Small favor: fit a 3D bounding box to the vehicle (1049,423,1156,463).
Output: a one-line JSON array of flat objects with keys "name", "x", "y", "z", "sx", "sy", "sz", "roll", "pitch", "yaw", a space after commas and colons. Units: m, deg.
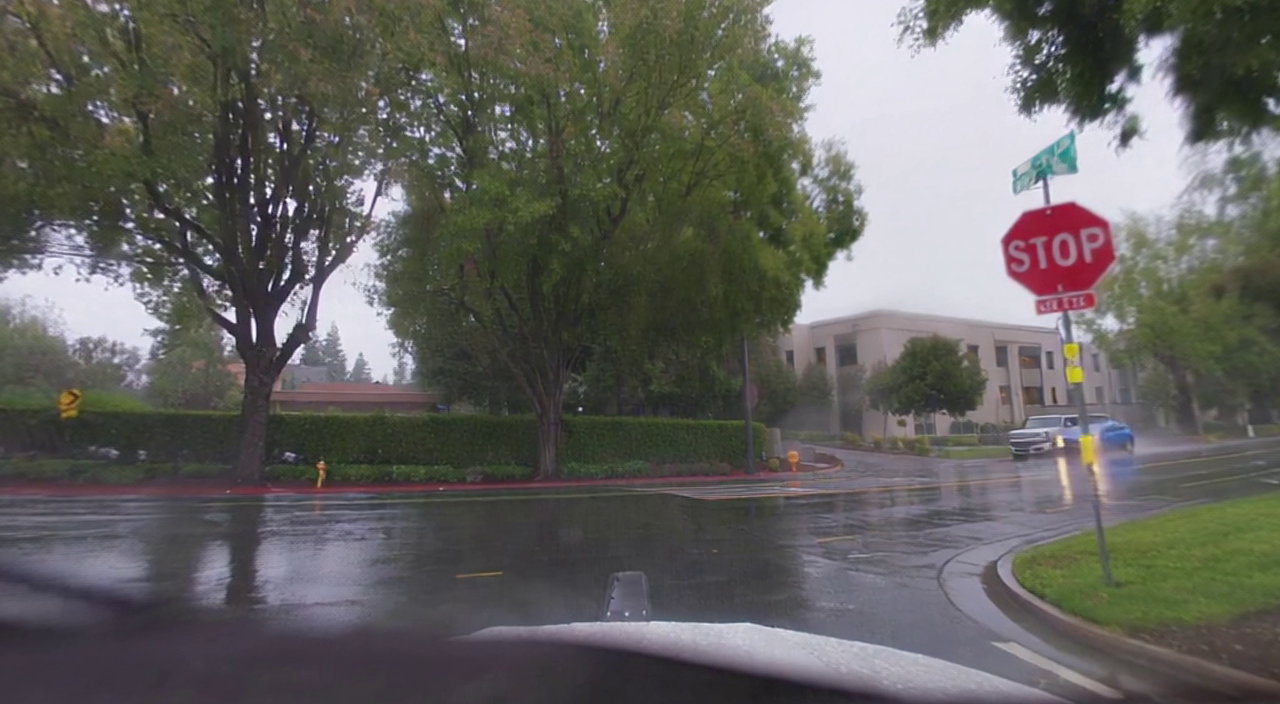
[{"name": "vehicle", "x": 18.574, "y": 3.656, "z": 25.271, "sx": 4.473, "sy": 1.474, "sz": 2.108, "roll": 6, "pitch": -10, "yaw": -36}]
